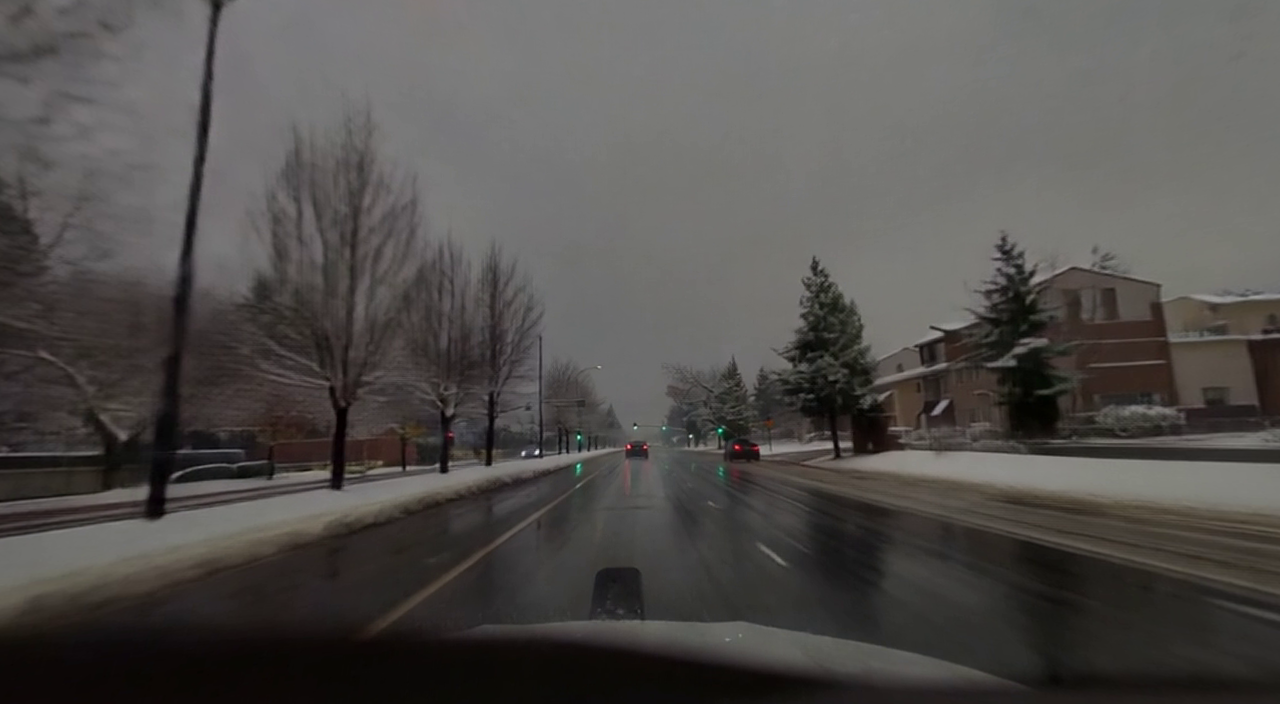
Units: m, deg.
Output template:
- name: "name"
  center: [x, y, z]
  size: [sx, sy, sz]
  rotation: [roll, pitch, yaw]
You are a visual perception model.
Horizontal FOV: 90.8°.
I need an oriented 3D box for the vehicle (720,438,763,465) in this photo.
- name: "vehicle"
  center: [6.741, 6.639, 42.251]
  size: [2.011, 1.710, 4.357]
  rotation: [0, -9, -2]
